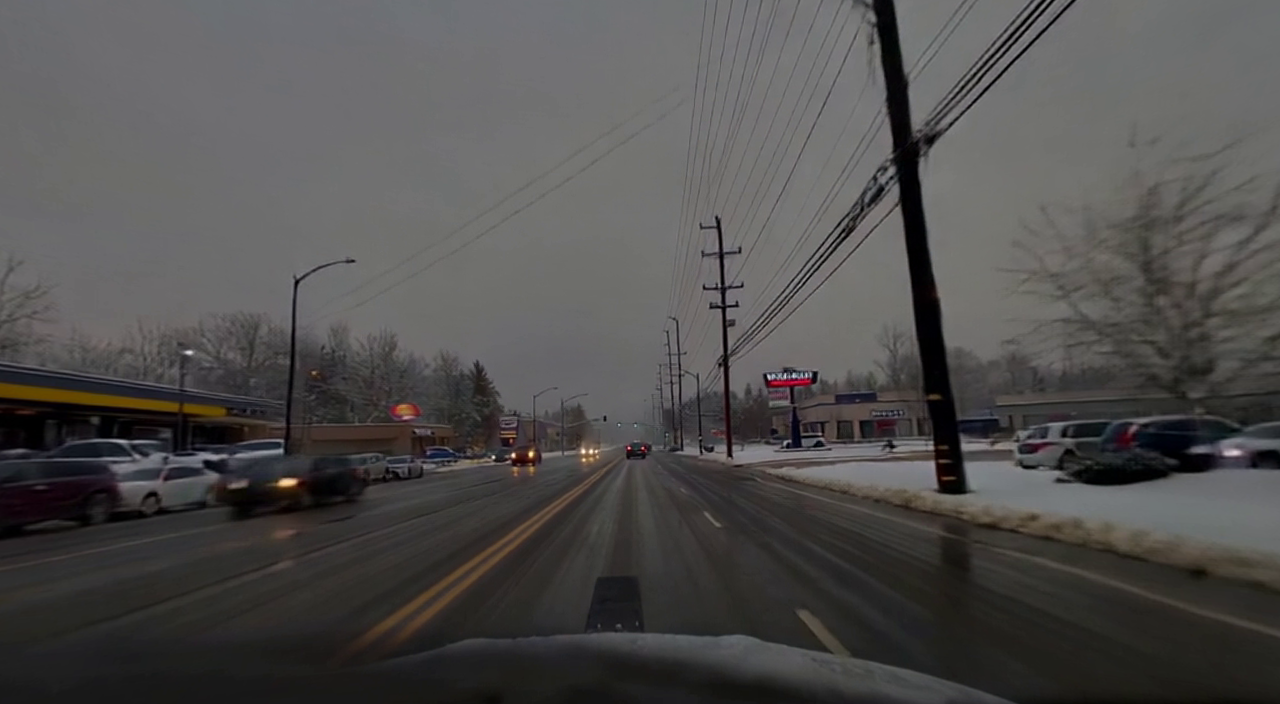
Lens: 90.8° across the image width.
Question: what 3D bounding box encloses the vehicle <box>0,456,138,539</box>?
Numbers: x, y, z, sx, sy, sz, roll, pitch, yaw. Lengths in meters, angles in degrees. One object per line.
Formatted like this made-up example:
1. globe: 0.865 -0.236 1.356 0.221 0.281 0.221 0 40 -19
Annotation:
1. vehicle: -13.852 3.162 14.028 1.891 1.565 4.315 1 -8 -1

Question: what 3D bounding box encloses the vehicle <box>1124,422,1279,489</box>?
1. vehicle: 14.192 2.390 14.912 3.943 1.370 1.913 -2 -8 -2

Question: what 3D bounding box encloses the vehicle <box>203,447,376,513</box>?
1. vehicle: -9.123 3.336 17.025 1.988 1.472 4.633 0 -8 1
